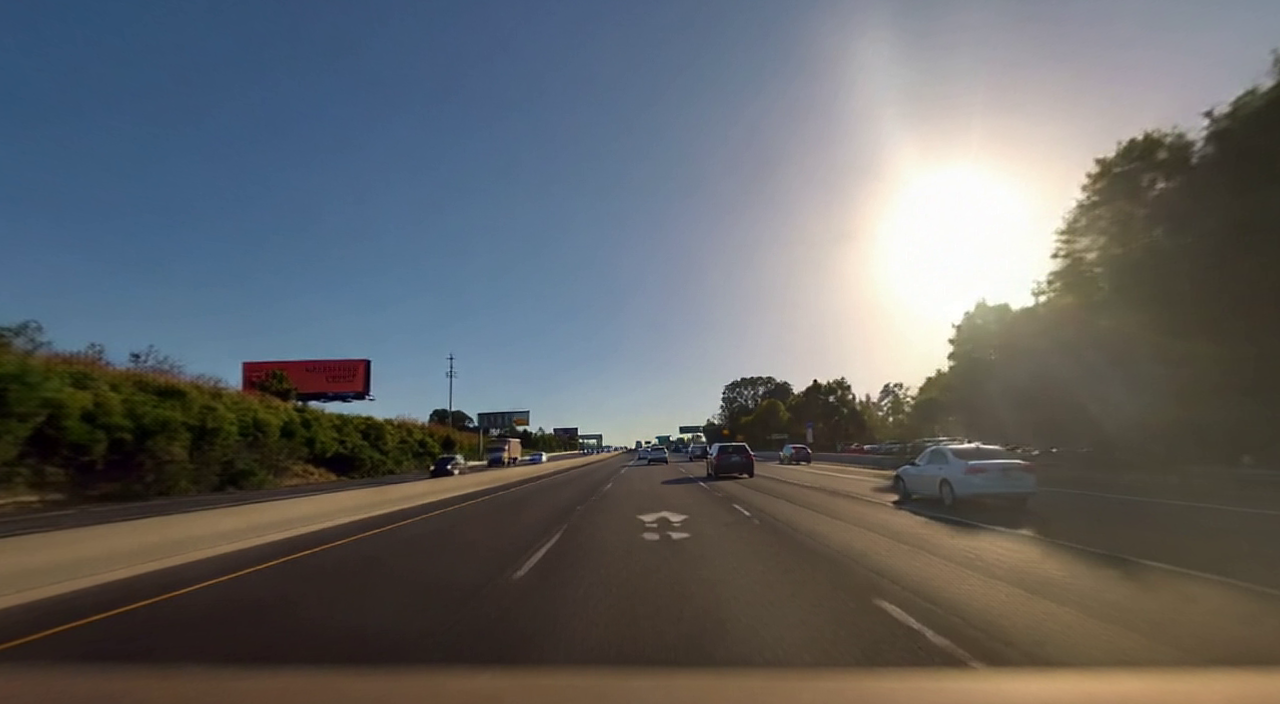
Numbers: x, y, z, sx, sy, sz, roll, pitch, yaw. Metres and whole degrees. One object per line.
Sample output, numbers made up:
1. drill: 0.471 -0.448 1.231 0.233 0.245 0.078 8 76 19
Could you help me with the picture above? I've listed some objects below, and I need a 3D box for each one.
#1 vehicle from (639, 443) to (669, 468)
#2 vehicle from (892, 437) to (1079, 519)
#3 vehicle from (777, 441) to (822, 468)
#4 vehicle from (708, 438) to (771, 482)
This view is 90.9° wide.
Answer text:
1. vehicle: 1.012 7.817 47.872 2.145 1.832 4.004 0 -8 0
2. vehicle: 7.582 2.761 14.437 1.807 1.558 4.352 0 -8 0
3. vehicle: 11.510 7.418 45.768 2.028 1.801 4.503 0 -8 -1
4. vehicle: 4.546 4.985 29.542 2.075 1.845 4.667 0 -8 -1
